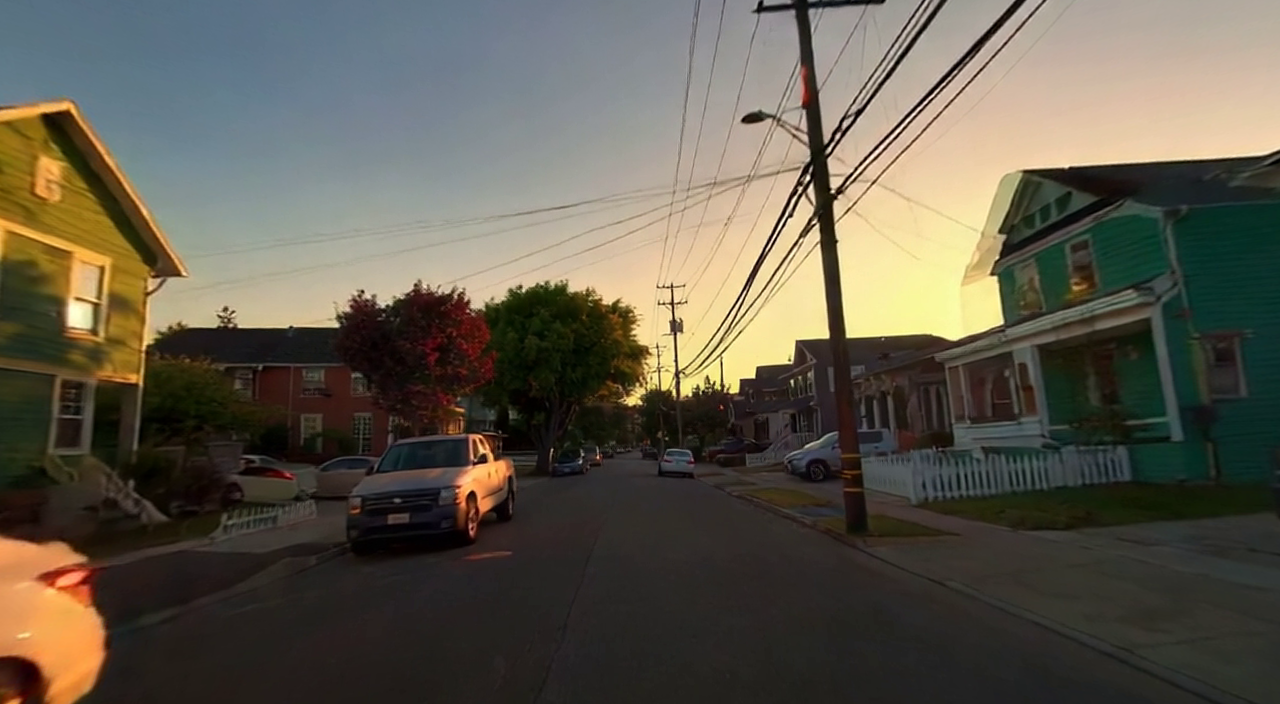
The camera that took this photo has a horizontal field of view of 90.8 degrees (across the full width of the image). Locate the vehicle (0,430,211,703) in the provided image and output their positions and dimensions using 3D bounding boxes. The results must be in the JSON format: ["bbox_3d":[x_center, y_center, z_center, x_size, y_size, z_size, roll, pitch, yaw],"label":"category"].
[{"bbox_3d":[-3.371,0.946,0.983,2.071,1.485,4.610,-6,-8,3],"label":"vehicle"}]

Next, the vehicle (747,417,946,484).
[{"bbox_3d":[6.803,3.292,21.352,5.974,2.066,2.152,0,-7,-1],"label":"vehicle"}]

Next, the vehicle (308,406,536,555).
[{"bbox_3d":[-3.735,2.293,12.264,2.399,2.085,5.589,-3,-8,0],"label":"vehicle"}]

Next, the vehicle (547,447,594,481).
[{"bbox_3d":[-4.307,6.974,39.715,2.204,1.655,4.813,-8,-8,-1],"label":"vehicle"}]

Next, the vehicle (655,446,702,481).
[{"bbox_3d":[1.932,5.766,33.002,2.043,1.631,4.613,0,-8,-1],"label":"vehicle"}]
